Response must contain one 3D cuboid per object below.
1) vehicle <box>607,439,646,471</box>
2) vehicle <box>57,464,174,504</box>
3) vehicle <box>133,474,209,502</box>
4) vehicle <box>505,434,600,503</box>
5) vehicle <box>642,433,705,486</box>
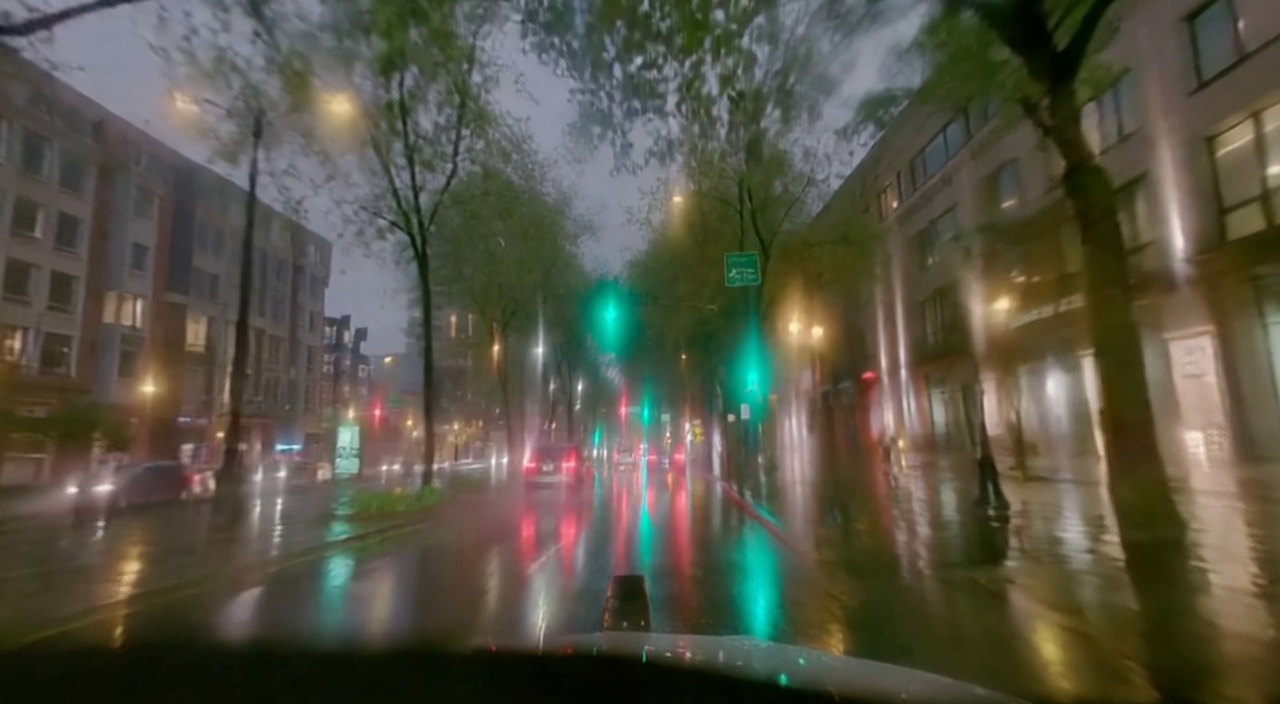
[{"bbox_3d":[-0.788,6.492,39.899,2.220,1.847,4.587,-1,-8,2],"label":"vehicle"},{"bbox_3d":[-28.172,7.066,34.115,2.045,1.799,4.945,-1,-8,0],"label":"vehicle"},{"bbox_3d":[-31.358,9.096,42.292,1.768,1.436,4.515,1,-7,-2],"label":"vehicle"},{"bbox_3d":[-2.374,3.241,18.057,1.940,1.722,3.823,-1,-8,4],"label":"vehicle"},{"bbox_3d":[1.215,3.976,23.647,2.120,1.758,3.917,-1,-8,2],"label":"vehicle"}]
